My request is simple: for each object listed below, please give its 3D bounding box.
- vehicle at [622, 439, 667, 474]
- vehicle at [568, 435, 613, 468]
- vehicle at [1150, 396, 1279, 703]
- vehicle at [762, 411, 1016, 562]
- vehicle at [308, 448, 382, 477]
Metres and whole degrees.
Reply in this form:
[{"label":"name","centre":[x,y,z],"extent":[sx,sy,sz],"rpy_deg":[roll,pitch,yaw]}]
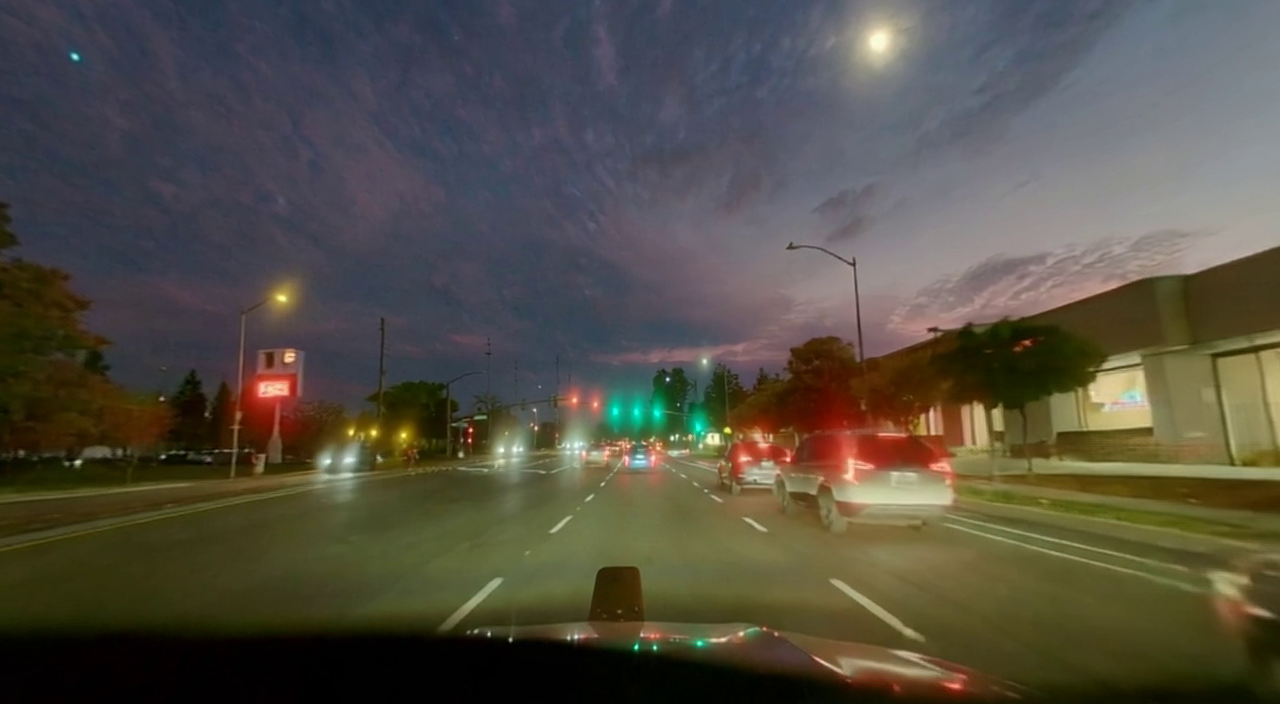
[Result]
[{"label":"vehicle","centre":[0.159,4.938,30.085],"extent":[2.023,1.532,3.891],"rpy_deg":[0,-9,-1]},{"label":"vehicle","centre":[-2.888,5.984,38.139],"extent":[2.280,1.810,4.903],"rpy_deg":[0,-9,1]},{"label":"vehicle","centre":[3.139,0.613,0.316],"extent":[1.864,1.484,4.662],"rpy_deg":[0,-9,0]},{"label":"vehicle","centre":[3.254,1.879,9.561],"extent":[2.037,1.673,4.844],"rpy_deg":[-1,-9,2]},{"label":"vehicle","centre":[-15.470,5.792,33.357],"extent":[1.846,1.433,4.274],"rpy_deg":[0,-9,0]}]
